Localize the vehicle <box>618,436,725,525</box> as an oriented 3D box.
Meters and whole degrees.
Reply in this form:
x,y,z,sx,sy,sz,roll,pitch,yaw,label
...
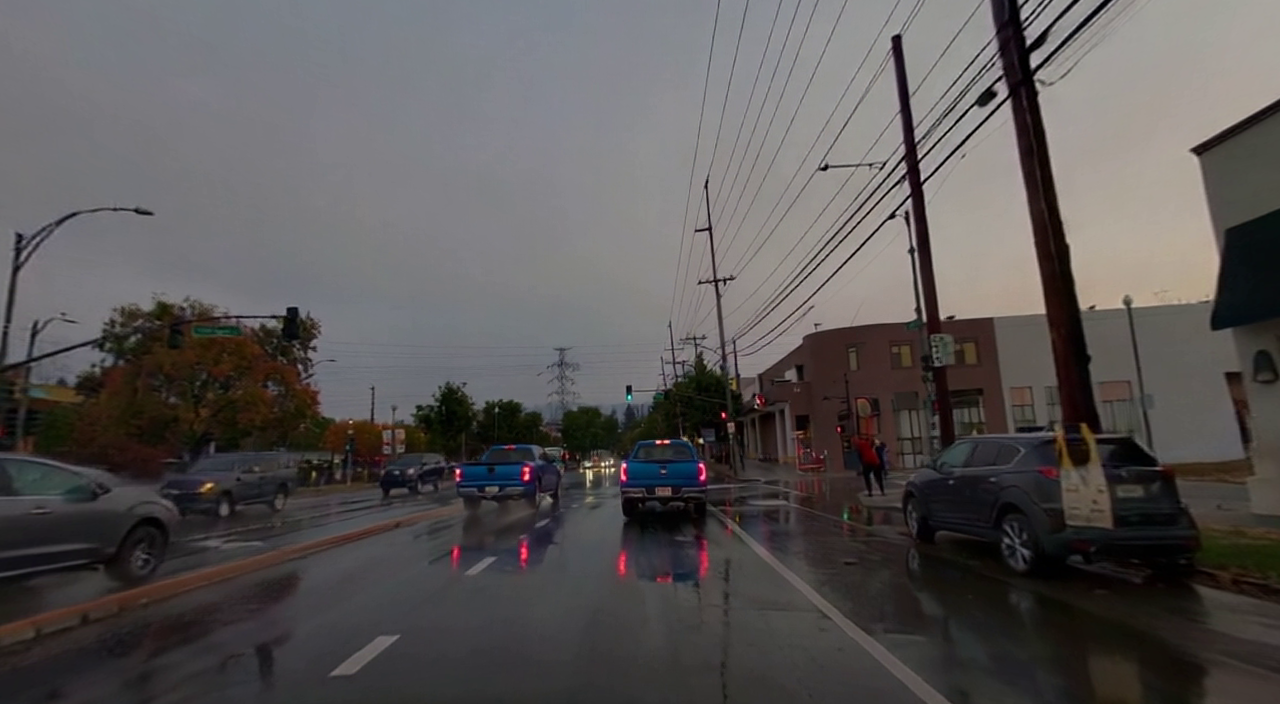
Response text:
x,y,z,sx,sy,sz,roll,pitch,yaw,label
0.871,2.885,14.755,2.089,1.699,4.650,-1,-9,6,vehicle

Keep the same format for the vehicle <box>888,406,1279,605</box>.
x,y,z,sx,sy,sz,roll,pitch,yaw,label
5.071,1.777,8.247,1.974,1.823,4.576,0,-9,3,vehicle

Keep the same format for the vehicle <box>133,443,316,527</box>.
x,y,z,sx,sy,sz,roll,pitch,yaw,label
-11.167,3.546,17.491,2.133,1.952,4.856,1,-9,-7,vehicle

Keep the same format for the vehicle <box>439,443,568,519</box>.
x,y,z,sx,sy,sz,roll,pitch,yaw,label
-3.107,3.042,15.459,1.995,1.554,4.618,0,-9,2,vehicle

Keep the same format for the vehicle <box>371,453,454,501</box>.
x,y,z,sx,sy,sz,roll,pitch,yaw,label
-10.387,5.692,29.225,2.081,1.925,5.632,1,-9,-4,vehicle

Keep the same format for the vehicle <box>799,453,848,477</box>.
x,y,z,sx,sy,sz,roll,pitch,yaw,label
13.313,8.203,45.987,2.075,1.556,4.585,1,-9,-1,vehicle

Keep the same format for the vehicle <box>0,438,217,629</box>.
x,y,z,sx,sy,sz,roll,pitch,yaw,label
-6.250,1.534,5.480,1.994,1.551,4.414,0,-9,1,vehicle
